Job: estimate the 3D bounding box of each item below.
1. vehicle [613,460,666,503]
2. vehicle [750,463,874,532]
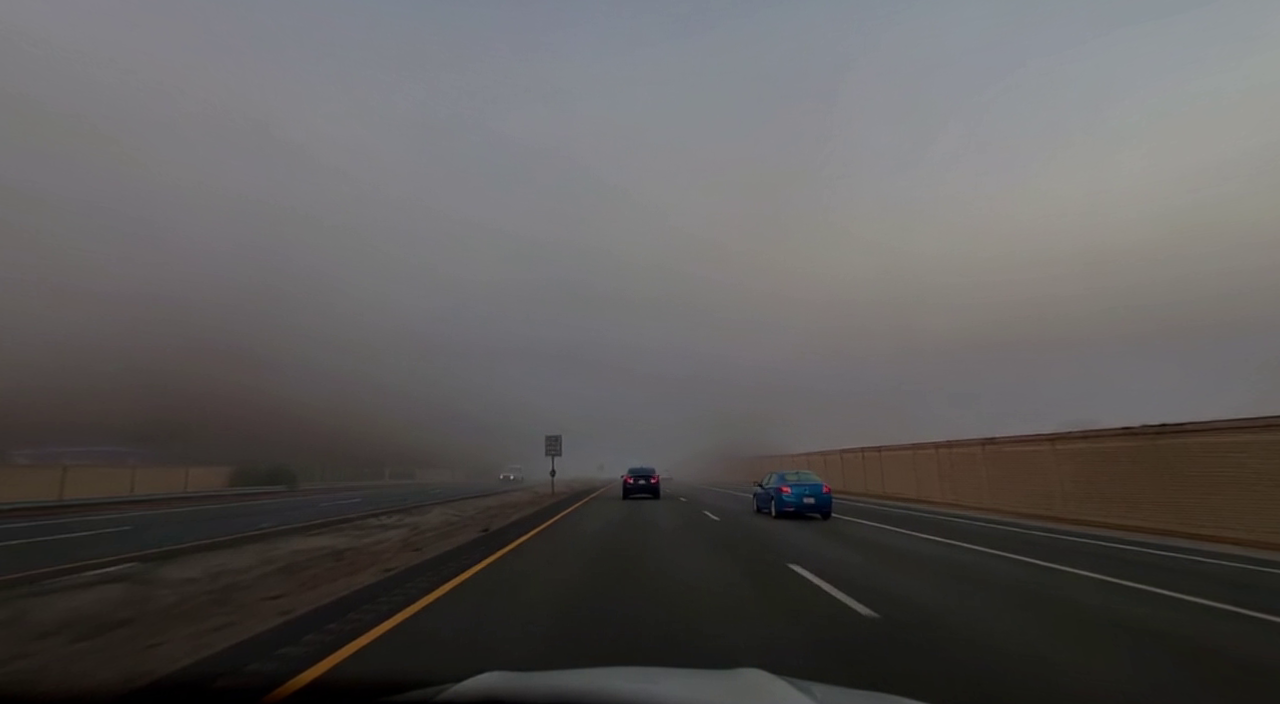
[{"bbox_3d":[-0.027,5.334,26.163,2.037,1.605,3.833,1,-11,0],"label":"vehicle"},{"bbox_3d":[4.185,3.626,16.105,1.938,1.494,4.032,1,-11,-1],"label":"vehicle"}]
